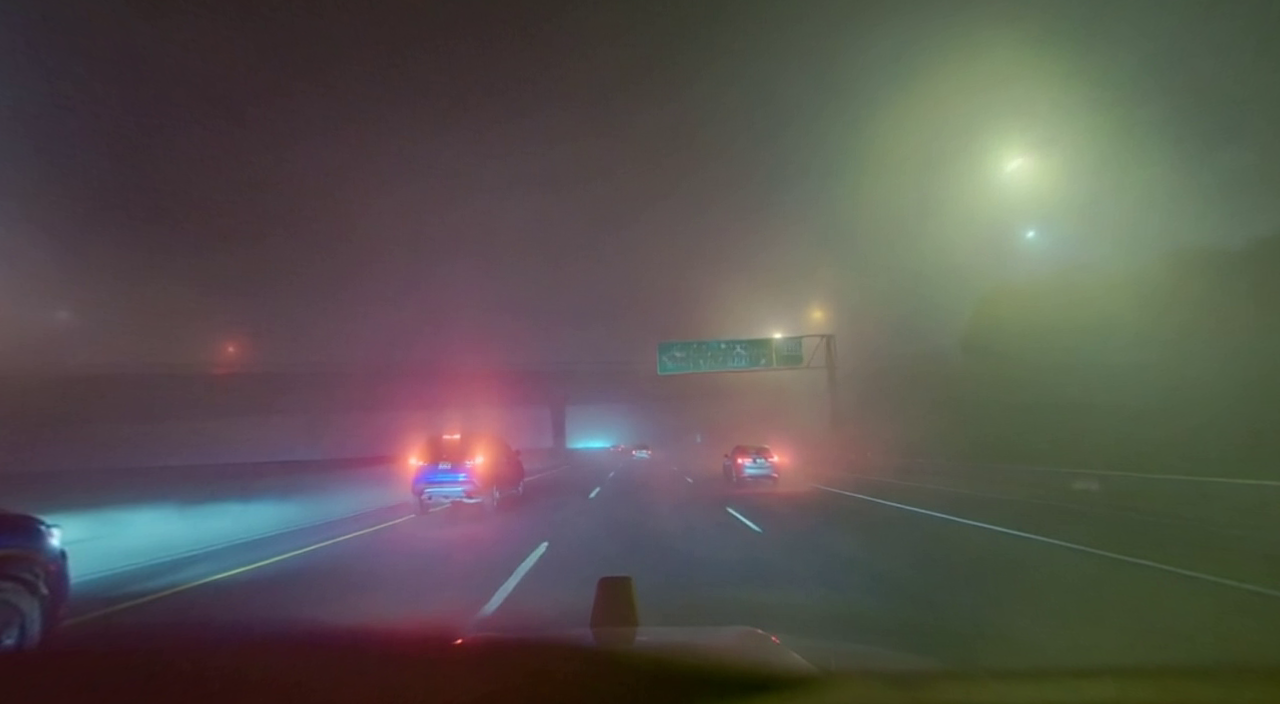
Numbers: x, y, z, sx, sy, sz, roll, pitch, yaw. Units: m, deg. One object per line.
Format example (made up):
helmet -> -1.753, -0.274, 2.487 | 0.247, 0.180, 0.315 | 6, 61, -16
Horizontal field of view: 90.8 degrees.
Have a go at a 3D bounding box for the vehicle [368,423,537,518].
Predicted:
vehicle -> -3.614, 2.375, 13.127 | 2.193, 1.641, 4.077 | 0, -8, 1

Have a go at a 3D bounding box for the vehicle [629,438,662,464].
vehicle -> 0.442, 7.541, 48.222 | 2.428, 1.841, 4.402 | 0, -8, 1

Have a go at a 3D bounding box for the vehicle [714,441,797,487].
vehicle -> 3.949, 3.901, 22.394 | 2.083, 1.453, 4.307 | 0, -8, -1
